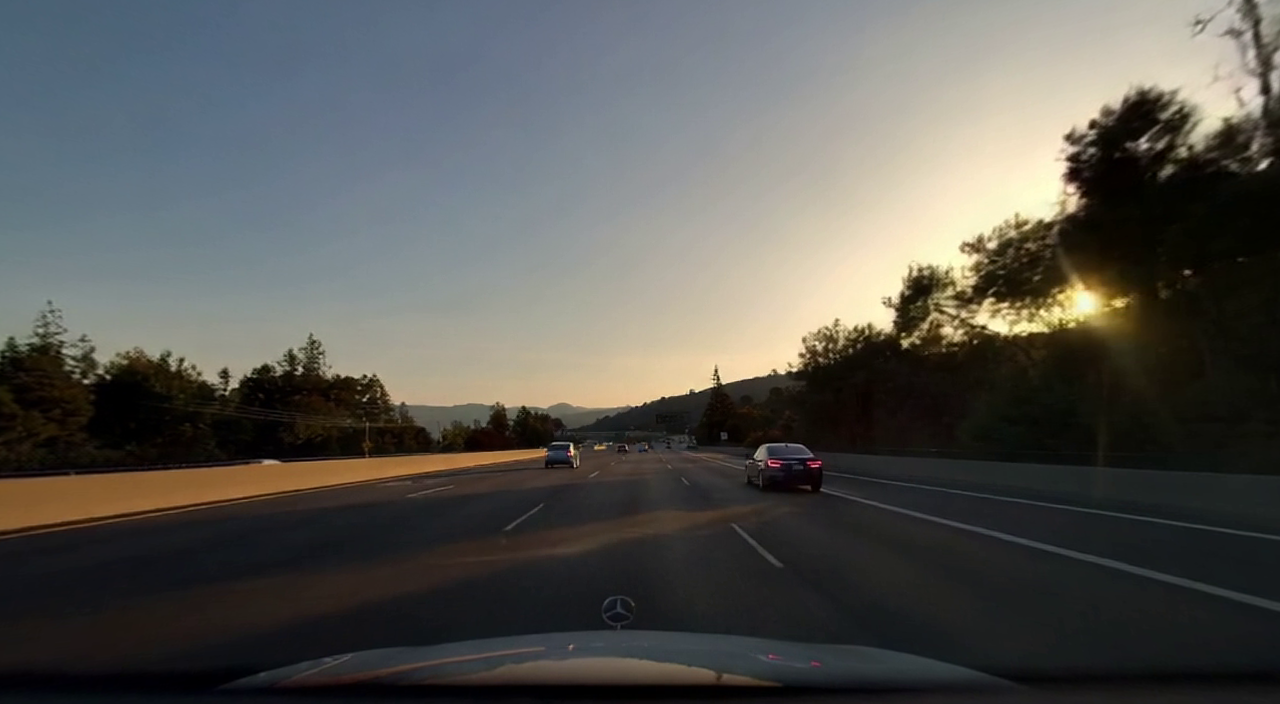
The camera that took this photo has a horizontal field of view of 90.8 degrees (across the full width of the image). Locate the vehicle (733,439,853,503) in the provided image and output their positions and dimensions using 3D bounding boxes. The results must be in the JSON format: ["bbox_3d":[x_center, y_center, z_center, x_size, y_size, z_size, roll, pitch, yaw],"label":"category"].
[{"bbox_3d":[3.912,3.121,17.036,2.060,1.485,4.274,0,-9,-2],"label":"vehicle"}]

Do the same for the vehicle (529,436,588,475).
[{"bbox_3d":[-3.701,4.790,29.422,2.048,1.618,4.424,0,-9,1],"label":"vehicle"}]
